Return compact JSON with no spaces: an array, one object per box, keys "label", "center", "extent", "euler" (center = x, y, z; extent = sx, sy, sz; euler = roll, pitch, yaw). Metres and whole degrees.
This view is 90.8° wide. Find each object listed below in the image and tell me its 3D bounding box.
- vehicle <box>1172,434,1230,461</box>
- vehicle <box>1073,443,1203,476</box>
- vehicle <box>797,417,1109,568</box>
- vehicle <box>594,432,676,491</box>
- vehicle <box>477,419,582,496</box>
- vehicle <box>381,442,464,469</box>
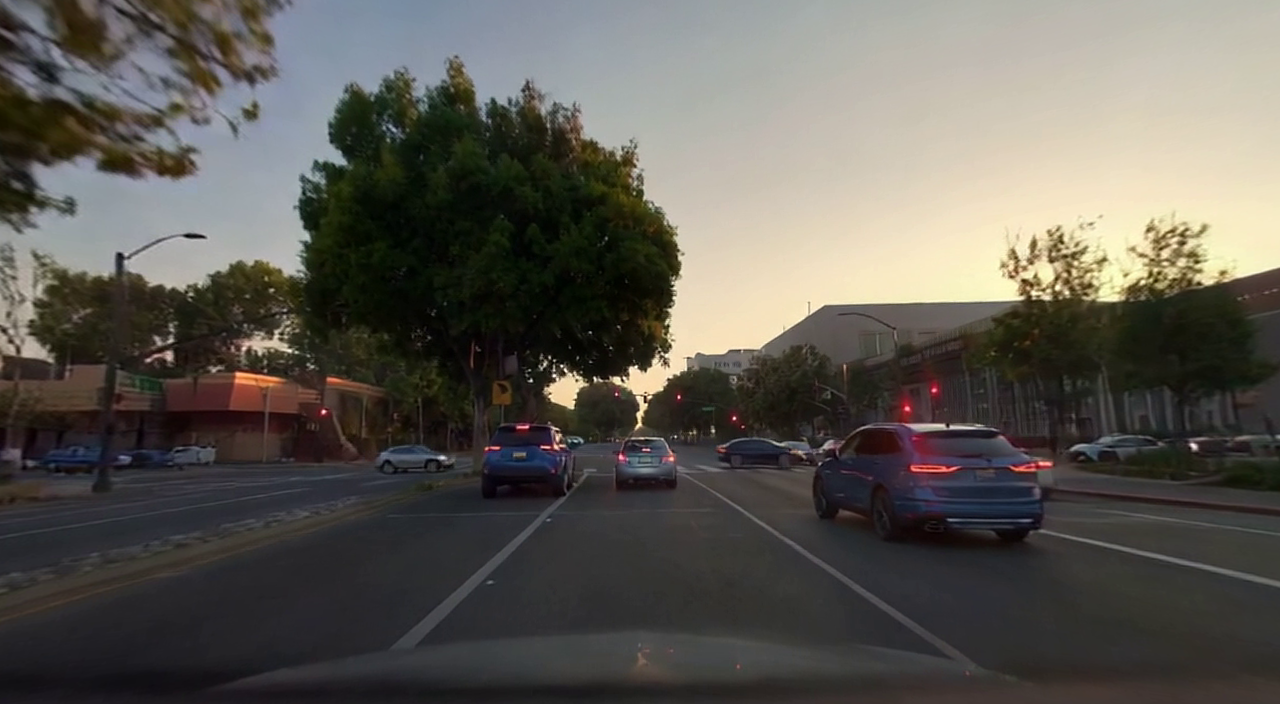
[{"label":"vehicle","center":[33.591,5.737,37.897],"extent":[2.099,1.506,3.818],"euler":[-6,-10,35]},{"label":"vehicle","center":[23.108,4.982,29.443],"extent":[4.368,1.448,1.876],"euler":[-1,-8,2]},{"label":"vehicle","center":[3.663,1.720,8.520],"extent":[1.861,1.473,4.393],"euler":[0,-8,-2]},{"label":"vehicle","center":[-0.139,3.086,18.140],"extent":[2.097,1.480,4.006],"euler":[0,-8,0]},{"label":"vehicle","center":[-2.853,2.872,17.541],"extent":[2.064,1.825,4.760],"euler":[0,-8,0]},{"label":"vehicle","center":[-13.486,6.425,39.288],"extent":[4.561,1.588,1.832],"euler":[4,-10,-29]}]
